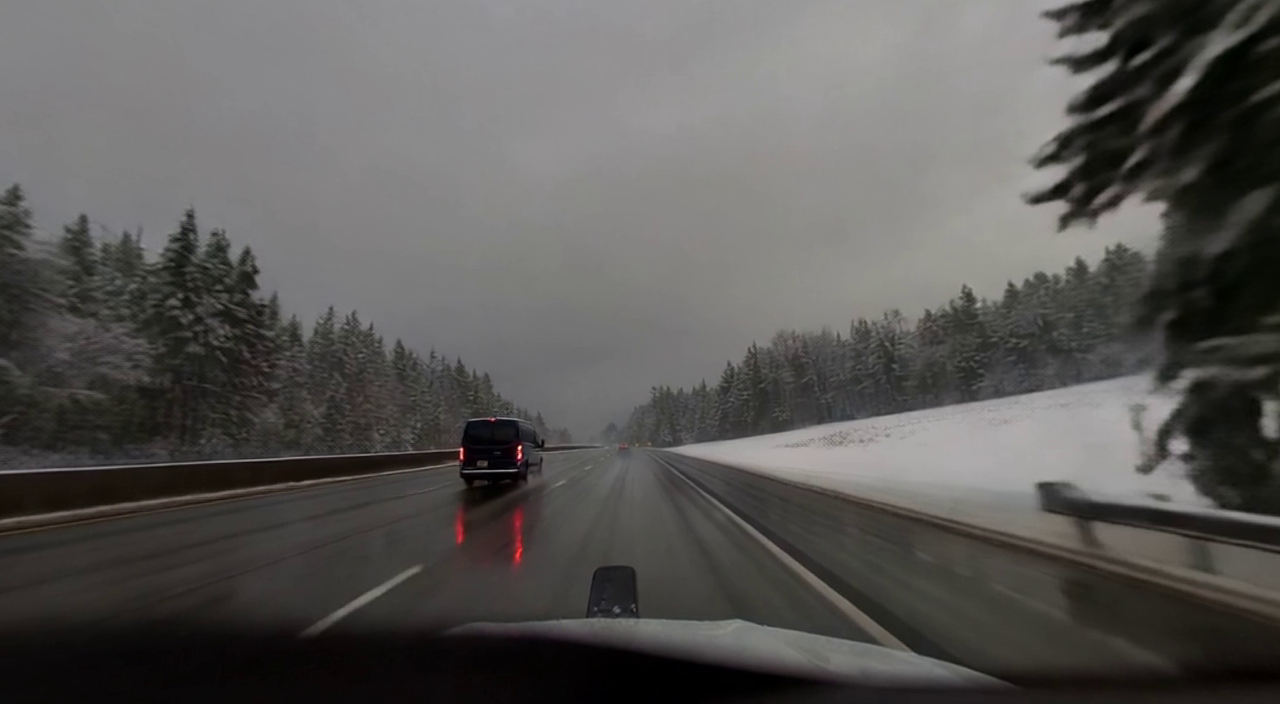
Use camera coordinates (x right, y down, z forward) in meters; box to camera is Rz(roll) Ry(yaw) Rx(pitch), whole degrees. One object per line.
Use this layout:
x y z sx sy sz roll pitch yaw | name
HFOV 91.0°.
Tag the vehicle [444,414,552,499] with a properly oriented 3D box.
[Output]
-3.782 2.896 17.750 1.976 2.029 4.737 -1 -8 0 | vehicle
